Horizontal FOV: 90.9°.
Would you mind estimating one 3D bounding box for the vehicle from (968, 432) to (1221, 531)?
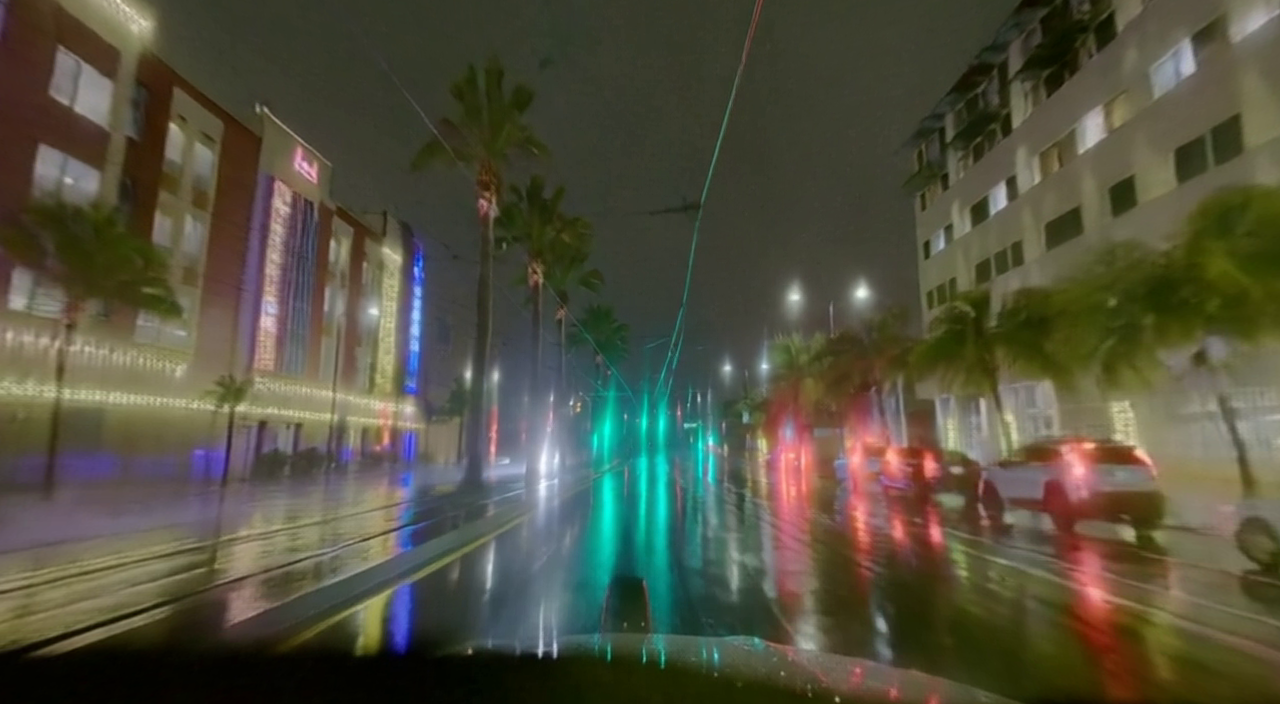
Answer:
[{"bbox_3d":[8.728,2.488,12.725,1.867,1.627,4.357,0,-8,1],"label":"vehicle"}]

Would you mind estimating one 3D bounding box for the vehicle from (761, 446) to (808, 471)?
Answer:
[{"bbox_3d":[9.245,6.825,40.692,1.822,1.494,4.385,0,-8,-2],"label":"vehicle"}]

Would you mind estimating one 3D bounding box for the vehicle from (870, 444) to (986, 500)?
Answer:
[{"bbox_3d":[8.519,3.540,19.049,1.715,1.500,3.910,0,-8,1],"label":"vehicle"}]

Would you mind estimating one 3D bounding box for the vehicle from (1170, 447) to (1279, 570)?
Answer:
[{"bbox_3d":[8.596,1.797,6.950,1.733,1.468,4.326,0,-8,0],"label":"vehicle"}]
